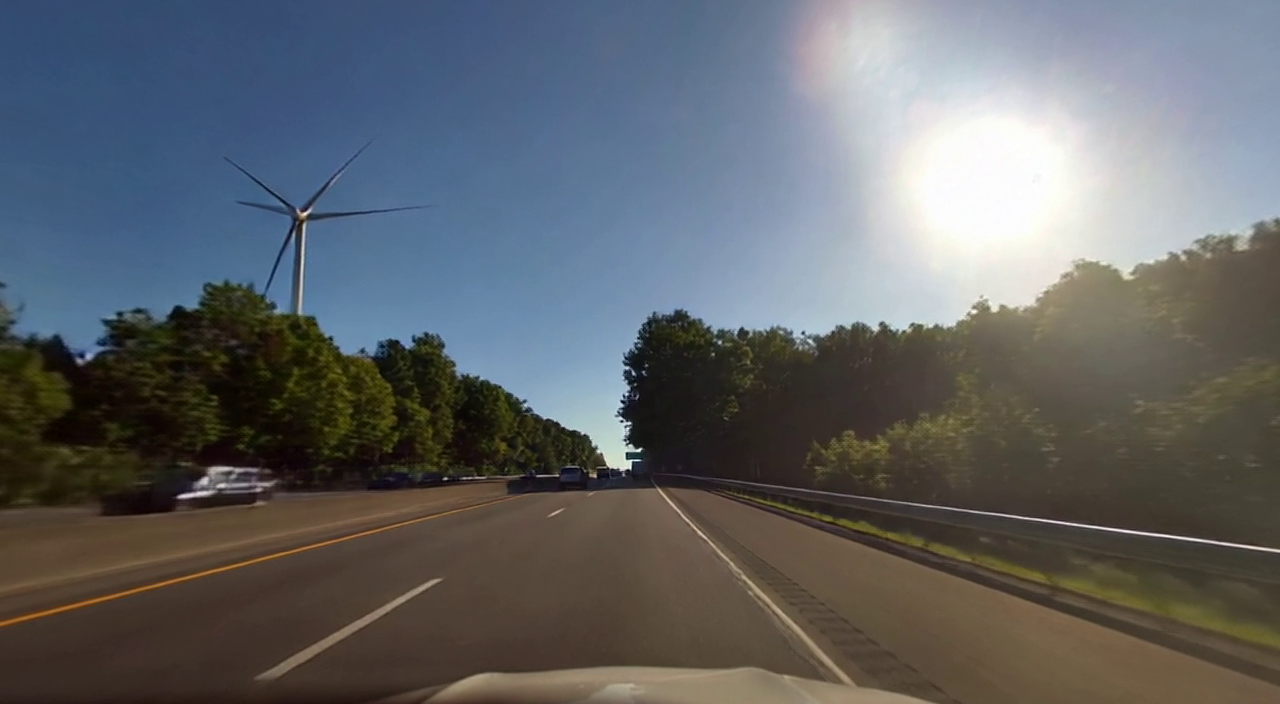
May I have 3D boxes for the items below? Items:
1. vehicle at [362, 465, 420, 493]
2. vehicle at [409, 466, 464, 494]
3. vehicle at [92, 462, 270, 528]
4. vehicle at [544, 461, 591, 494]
[{"bbox_3d":[-16.866,8.654,43.003,2.030,1.723,4.670,1,-11,0],"label":"vehicle"},{"bbox_3d":[-12.656,7.991,39.511,1.945,1.614,4.213,1,-11,1],"label":"vehicle"},{"bbox_3d":[-12.590,3.928,17.692,1.844,1.561,4.103,1,-11,0],"label":"vehicle"},{"bbox_3d":[-4.059,7.146,36.086,2.124,1.705,4.440,1,-11,1],"label":"vehicle"}]
